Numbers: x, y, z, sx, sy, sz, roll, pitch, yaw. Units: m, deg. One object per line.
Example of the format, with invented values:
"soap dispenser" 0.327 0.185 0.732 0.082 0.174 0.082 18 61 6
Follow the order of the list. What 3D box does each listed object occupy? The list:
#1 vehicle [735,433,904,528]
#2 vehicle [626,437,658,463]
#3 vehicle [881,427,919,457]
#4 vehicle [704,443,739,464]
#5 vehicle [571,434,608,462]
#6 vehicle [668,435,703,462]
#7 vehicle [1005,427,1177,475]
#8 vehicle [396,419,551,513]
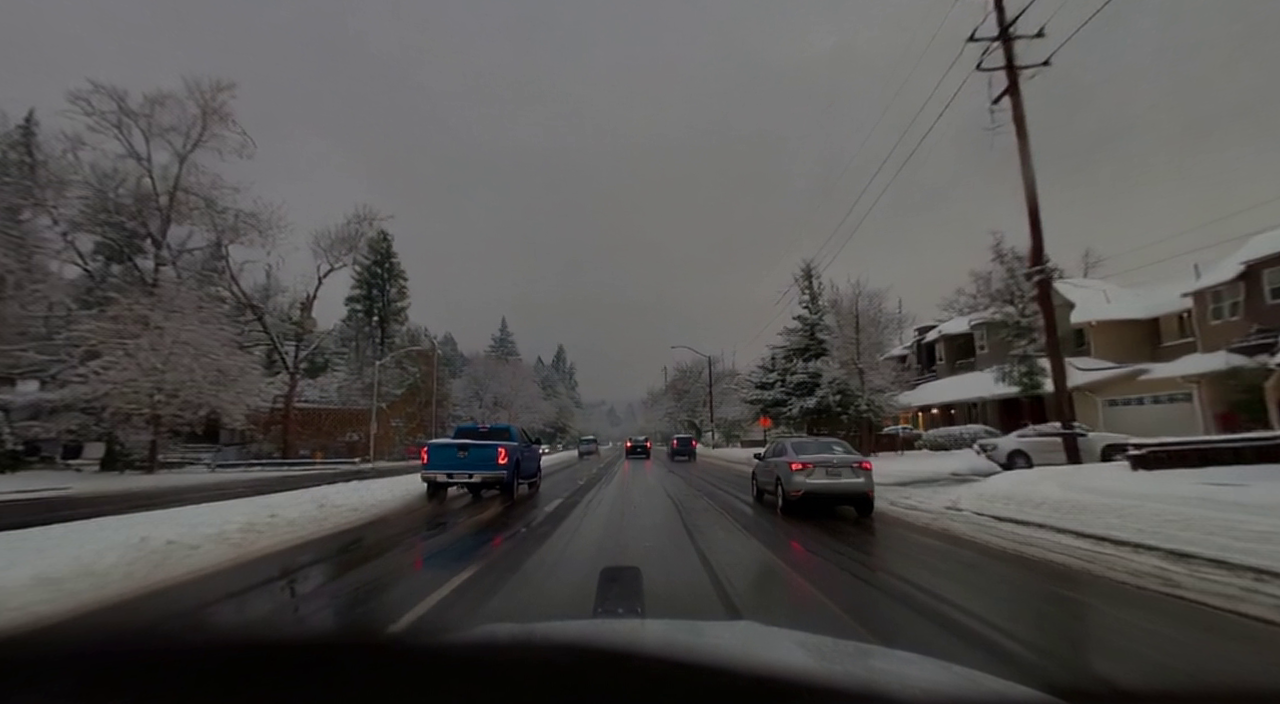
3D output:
"vehicle" 3.125 2.308 12.002 1.884 1.463 4.195 1 -8 -1
"vehicle" 0.105 6.401 41.357 1.997 1.636 3.760 0 -8 -1
"vehicle" 15.460 5.374 37.685 1.899 1.690 4.275 -3 -9 20
"vehicle" 6.200 7.755 48.456 1.988 1.455 4.547 1 -8 -2
"vehicle" -3.486 6.728 44.324 2.218 1.829 4.492 0 -8 0
"vehicle" 3.246 7.044 46.286 2.099 1.845 4.363 1 -8 -2
"vehicle" 14.797 3.266 20.916 4.267 1.480 1.817 0 -8 1
"vehicle" -3.486 2.514 14.513 2.111 1.745 5.274 0 -8 0
